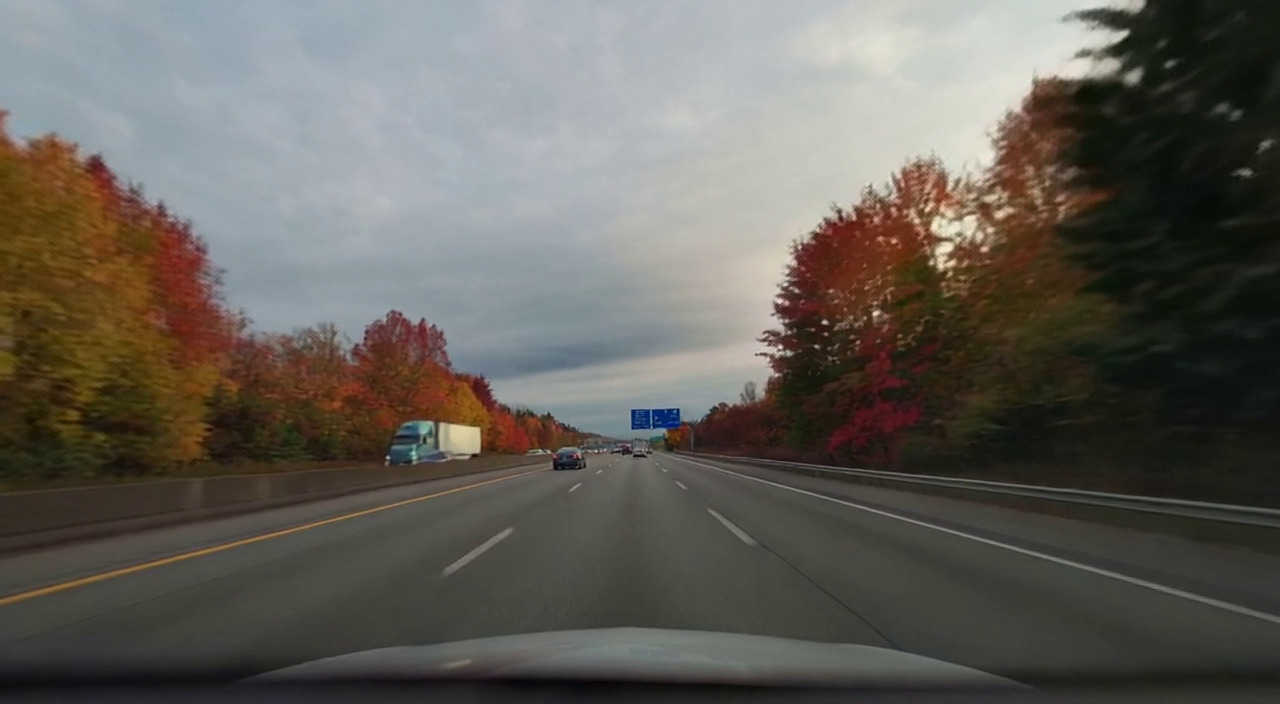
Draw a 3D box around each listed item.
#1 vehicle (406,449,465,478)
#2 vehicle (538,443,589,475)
[{"bbox_3d":[-11.429,6.260,35.304,1.919,1.498,4.296,0,-9,0],"label":"vehicle"},{"bbox_3d":[-4.013,5.717,33.764,2.153,1.577,4.707,0,-9,0],"label":"vehicle"}]
